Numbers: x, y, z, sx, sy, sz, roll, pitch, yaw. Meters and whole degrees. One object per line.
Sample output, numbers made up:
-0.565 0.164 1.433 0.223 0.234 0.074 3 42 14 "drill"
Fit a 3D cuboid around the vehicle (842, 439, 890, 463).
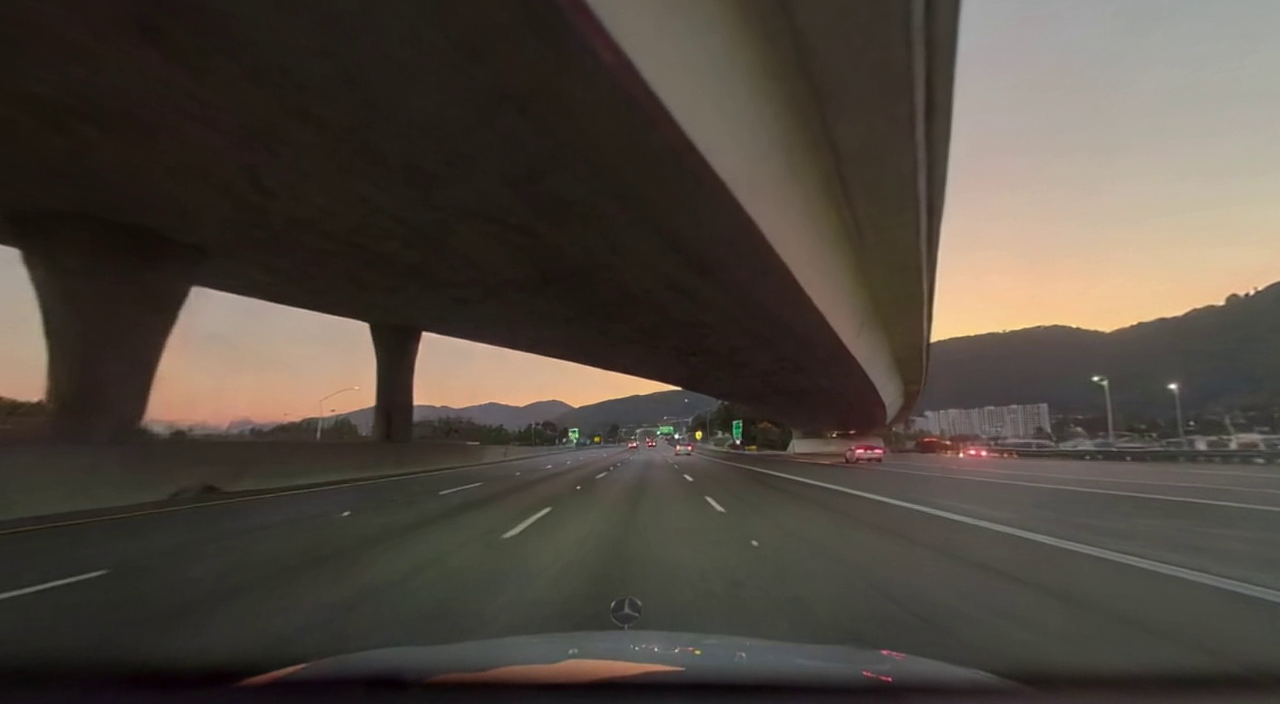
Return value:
16.142 7.100 45.294 2.039 1.658 4.457 -1 -8 3 "vehicle"
